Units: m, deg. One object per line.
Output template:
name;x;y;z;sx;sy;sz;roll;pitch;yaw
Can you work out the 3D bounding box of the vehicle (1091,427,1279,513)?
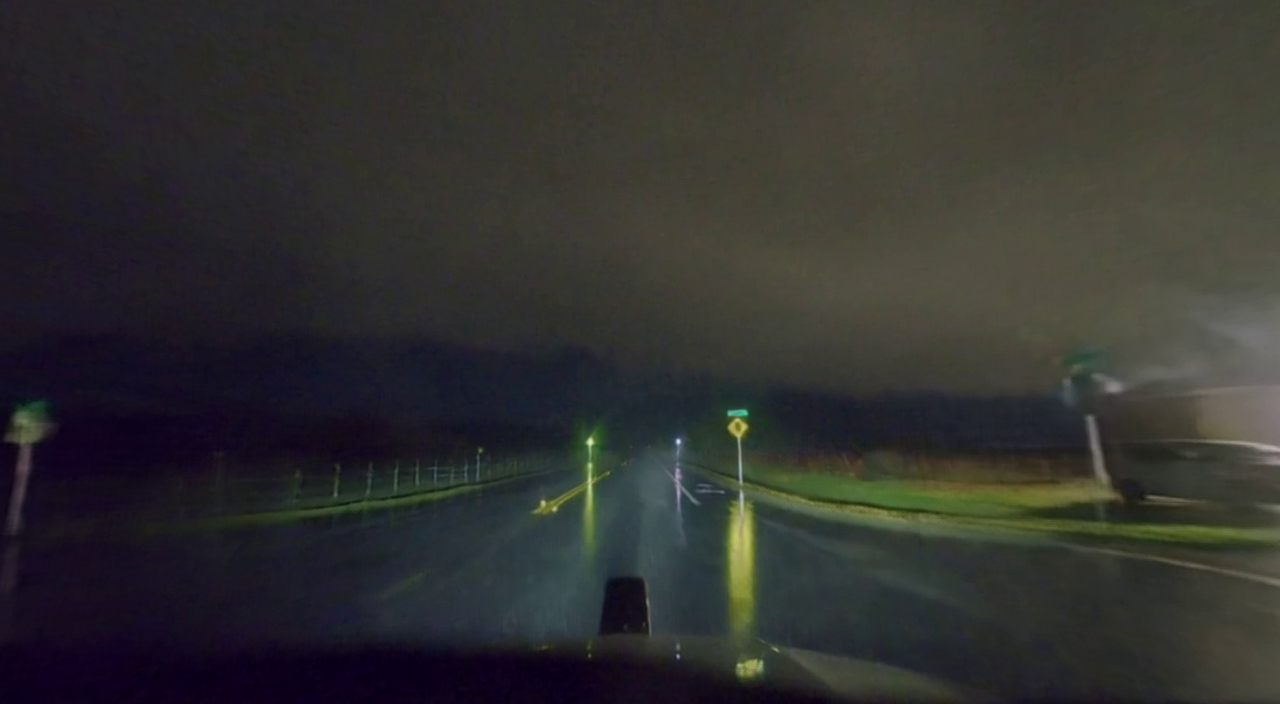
vehicle;14.237;2.799;15.271;2.037;1.829;4.919;4;-9;-21
